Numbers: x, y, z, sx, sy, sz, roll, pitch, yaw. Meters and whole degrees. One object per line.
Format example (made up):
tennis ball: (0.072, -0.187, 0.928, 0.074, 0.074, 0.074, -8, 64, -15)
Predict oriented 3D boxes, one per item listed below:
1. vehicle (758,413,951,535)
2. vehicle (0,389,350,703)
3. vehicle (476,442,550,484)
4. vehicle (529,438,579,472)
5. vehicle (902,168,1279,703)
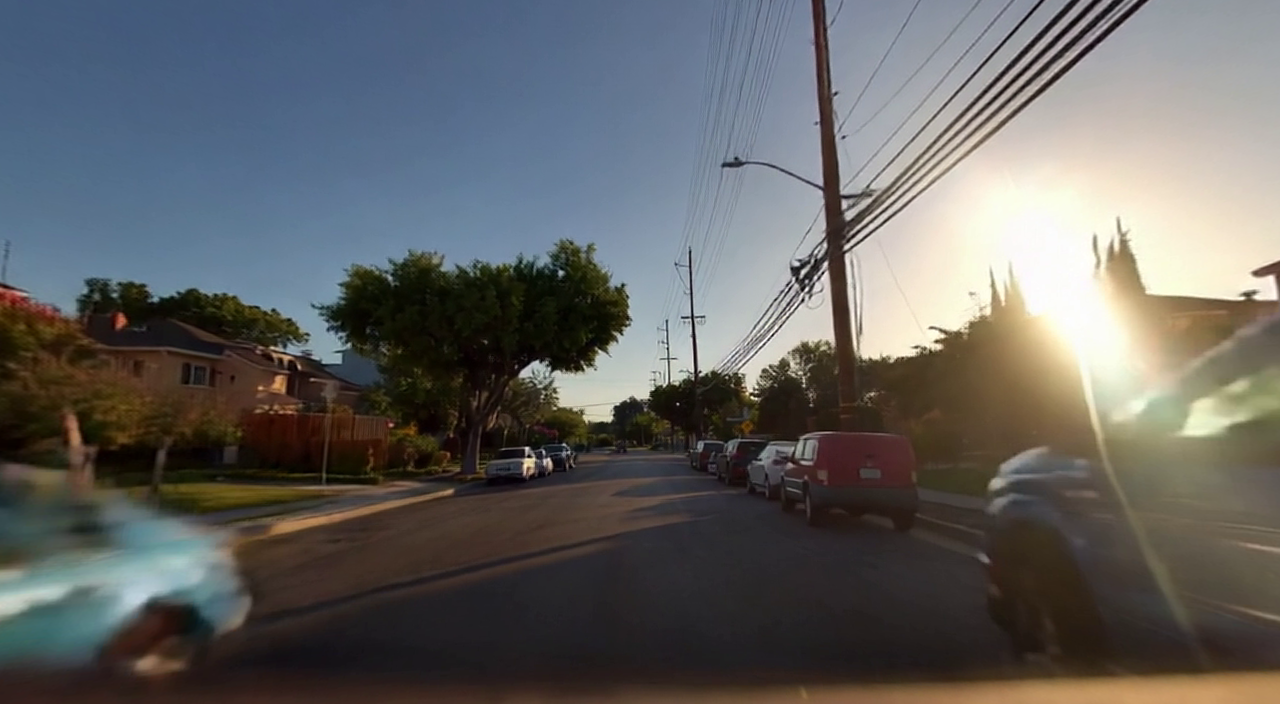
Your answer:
vehicle: (3.579, 2.133, 11.604, 2.012, 1.777, 4.505, 0, -9, 1)
vehicle: (-2.919, 0.862, 1.608, 2.213, 1.548, 4.370, 0, -9, 1)
vehicle: (-5.738, 5.063, 29.190, 2.226, 1.768, 4.780, 0, -9, 3)
vehicle: (-5.670, 6.880, 42.468, 2.455, 2.045, 6.171, 0, -9, 0)
vehicle: (2.910, 0.401, 0.825, 2.437, 2.015, 6.511, 0, -9, 1)
